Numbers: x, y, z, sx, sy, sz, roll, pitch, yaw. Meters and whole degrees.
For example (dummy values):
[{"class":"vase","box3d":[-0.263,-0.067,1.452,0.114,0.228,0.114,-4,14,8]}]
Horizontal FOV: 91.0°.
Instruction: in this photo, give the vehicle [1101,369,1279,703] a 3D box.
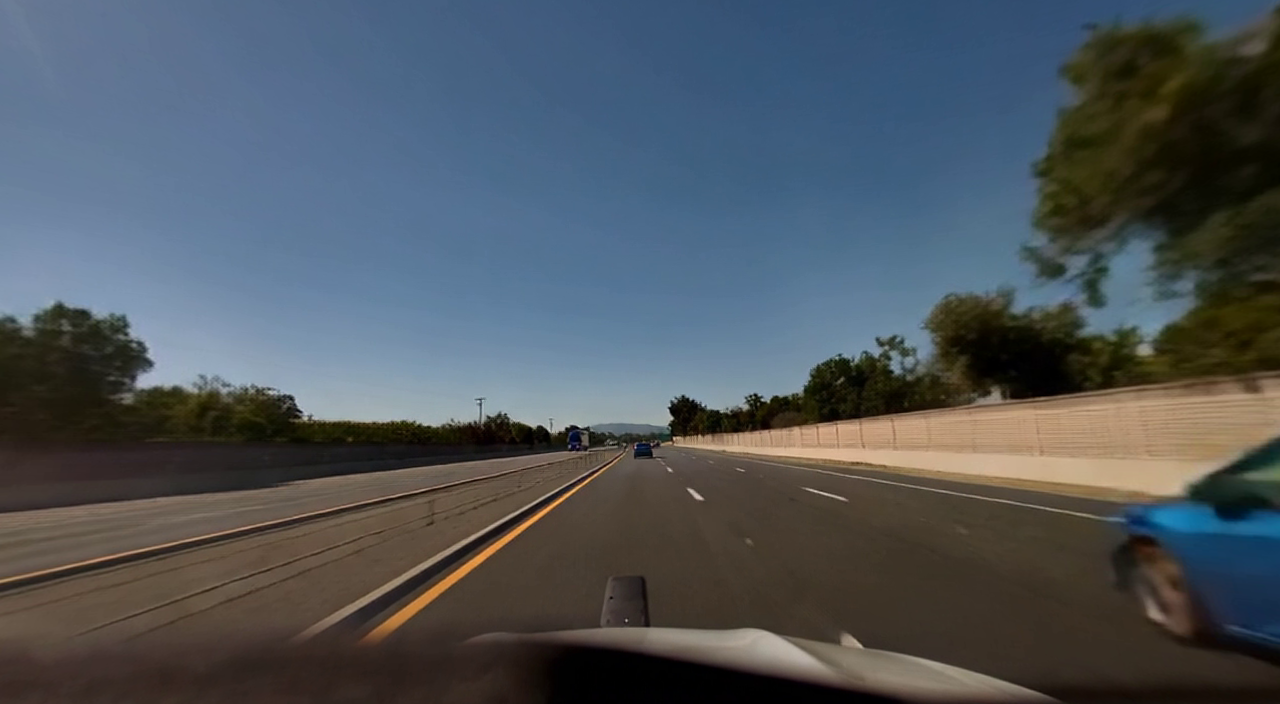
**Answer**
[{"class":"vehicle","box3d":[3.939,0.743,1.903,2.037,1.609,4.036,0,-8,1]}]

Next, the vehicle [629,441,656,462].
[{"class":"vehicle","box3d":[0.212,7.546,47.909,2.009,1.554,4.013,0,-8,0]}]
